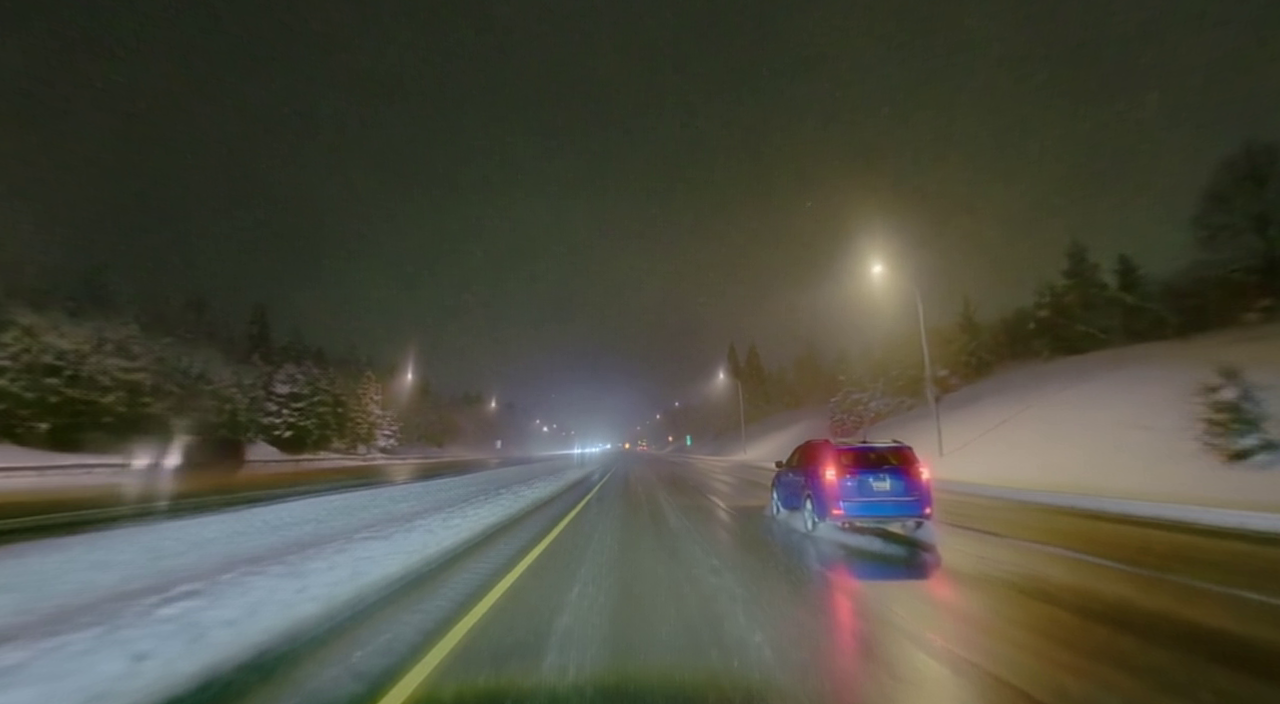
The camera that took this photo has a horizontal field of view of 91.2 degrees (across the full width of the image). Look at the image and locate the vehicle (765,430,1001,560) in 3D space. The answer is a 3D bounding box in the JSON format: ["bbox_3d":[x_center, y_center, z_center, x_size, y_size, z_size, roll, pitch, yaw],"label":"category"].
[{"bbox_3d":[3.485,2.135,10.067,2.002,1.604,4.265,0,-9,-1],"label":"vehicle"}]
